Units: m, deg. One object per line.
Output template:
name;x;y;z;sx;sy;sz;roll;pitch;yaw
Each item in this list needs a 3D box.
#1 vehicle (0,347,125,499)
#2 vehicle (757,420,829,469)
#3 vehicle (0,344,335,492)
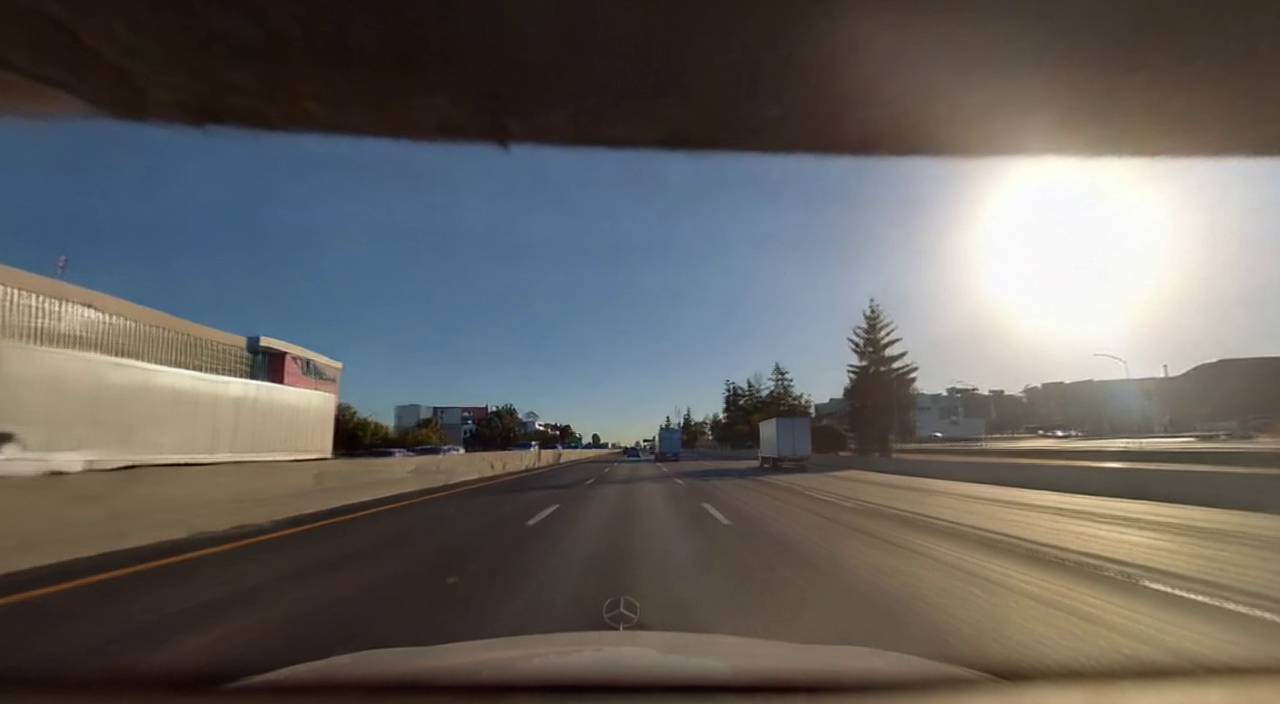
vehicle;-17.471;1.668;15.047;3.000;3.731;8.444;0;-9;1
vehicle;11.105;6.910;47.027;2.912;3.293;9.588;0;-9;0
vehicle;-17.343;2.930;24.662;3.059;3.950;15.669;0;-9;0
